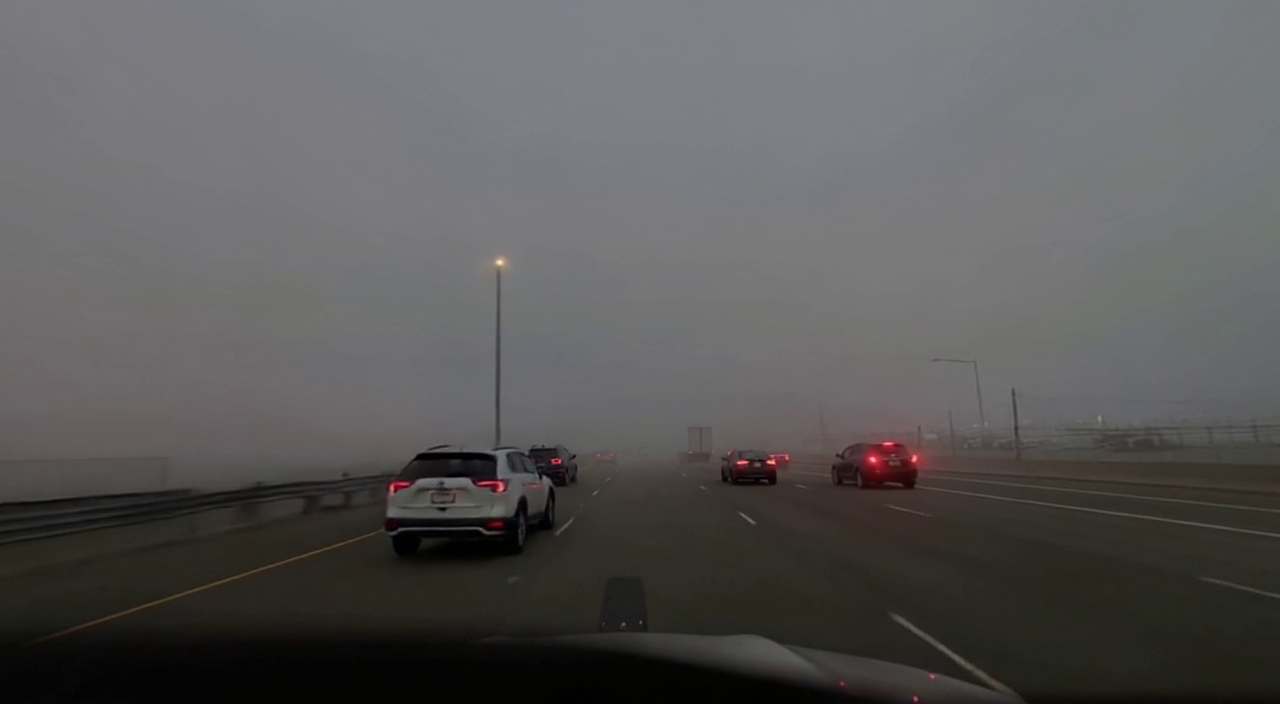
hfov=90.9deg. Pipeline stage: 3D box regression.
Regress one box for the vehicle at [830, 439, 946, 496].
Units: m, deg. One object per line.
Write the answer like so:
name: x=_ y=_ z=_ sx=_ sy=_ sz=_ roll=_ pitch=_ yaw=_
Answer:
vehicle: x=7.376 y=3.435 z=19.240 sx=1.860 sy=1.520 sz=3.961 roll=0 pitch=-8 yaw=-1

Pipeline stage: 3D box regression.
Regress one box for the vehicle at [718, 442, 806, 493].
vehicle: x=3.876 y=3.731 z=20.822 sx=1.942 sy=1.453 sz=4.329 roll=0 pitch=-8 yaw=-1

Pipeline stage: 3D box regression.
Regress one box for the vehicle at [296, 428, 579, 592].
vehicle: x=-2.194 y=1.878 z=8.556 sx=2.067 sy=1.555 sz=4.851 roll=-1 pitch=-8 yaw=2
